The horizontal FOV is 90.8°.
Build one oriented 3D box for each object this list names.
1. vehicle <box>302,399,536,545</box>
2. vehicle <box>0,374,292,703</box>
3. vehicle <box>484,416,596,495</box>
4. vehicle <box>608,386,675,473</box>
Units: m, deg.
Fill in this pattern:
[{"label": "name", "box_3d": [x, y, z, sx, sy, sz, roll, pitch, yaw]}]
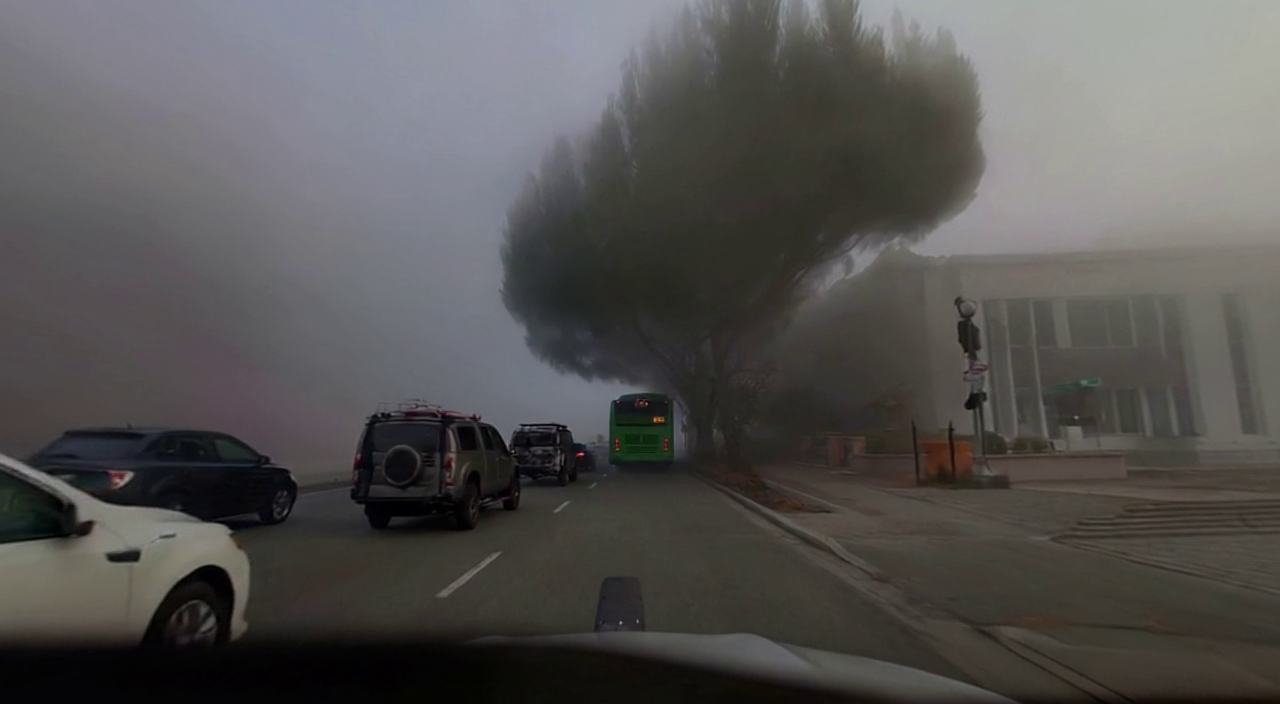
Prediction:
[{"label": "vehicle", "box_3d": [-3.298, 1.954, 10.819, 2.095, 1.892, 5.043, 0, -9, 1]}, {"label": "vehicle", "box_3d": [-3.303, 0.805, 1.789, 2.042, 1.571, 4.475, 0, -9, 1]}, {"label": "vehicle", "box_3d": [-2.940, 3.279, 20.243, 2.546, 2.125, 5.869, 0, -9, 1]}, {"label": "vehicle", "box_3d": [0.083, 4.339, 34.235, 2.970, 3.857, 12.200, 0, -9, 0]}]
